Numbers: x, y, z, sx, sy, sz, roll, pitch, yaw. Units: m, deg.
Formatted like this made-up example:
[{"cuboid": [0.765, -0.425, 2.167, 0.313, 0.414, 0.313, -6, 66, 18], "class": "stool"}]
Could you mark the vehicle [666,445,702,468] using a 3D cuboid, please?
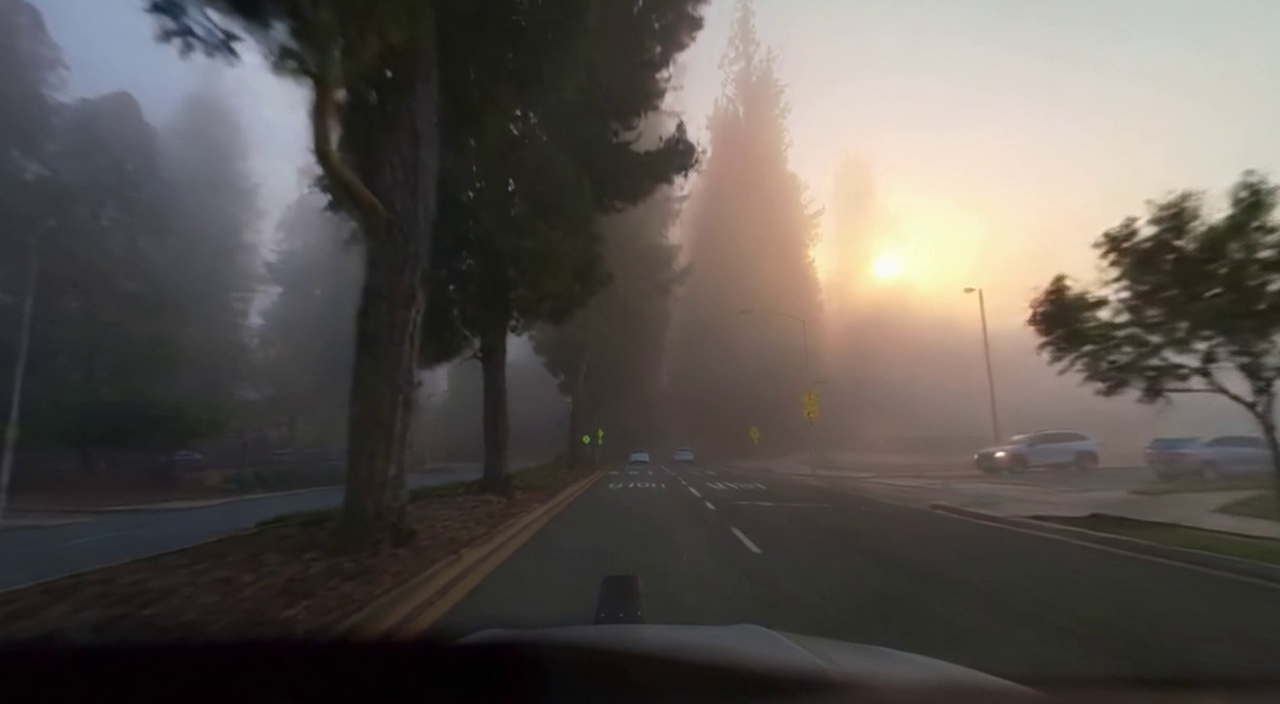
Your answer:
[{"cuboid": [3.030, 7.257, 44.173, 2.142, 1.501, 4.273, 0, -9, -1], "class": "vehicle"}]

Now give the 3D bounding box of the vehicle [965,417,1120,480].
[{"cuboid": [18.205, 4.347, 28.792, 5.378, 2.566, 2.402, -1, -7, -2], "class": "vehicle"}]

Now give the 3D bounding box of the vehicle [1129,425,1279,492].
[{"cuboid": [18.940, 3.340, 20.115, 4.636, 1.860, 2.347, -2, -8, 1], "class": "vehicle"}]
